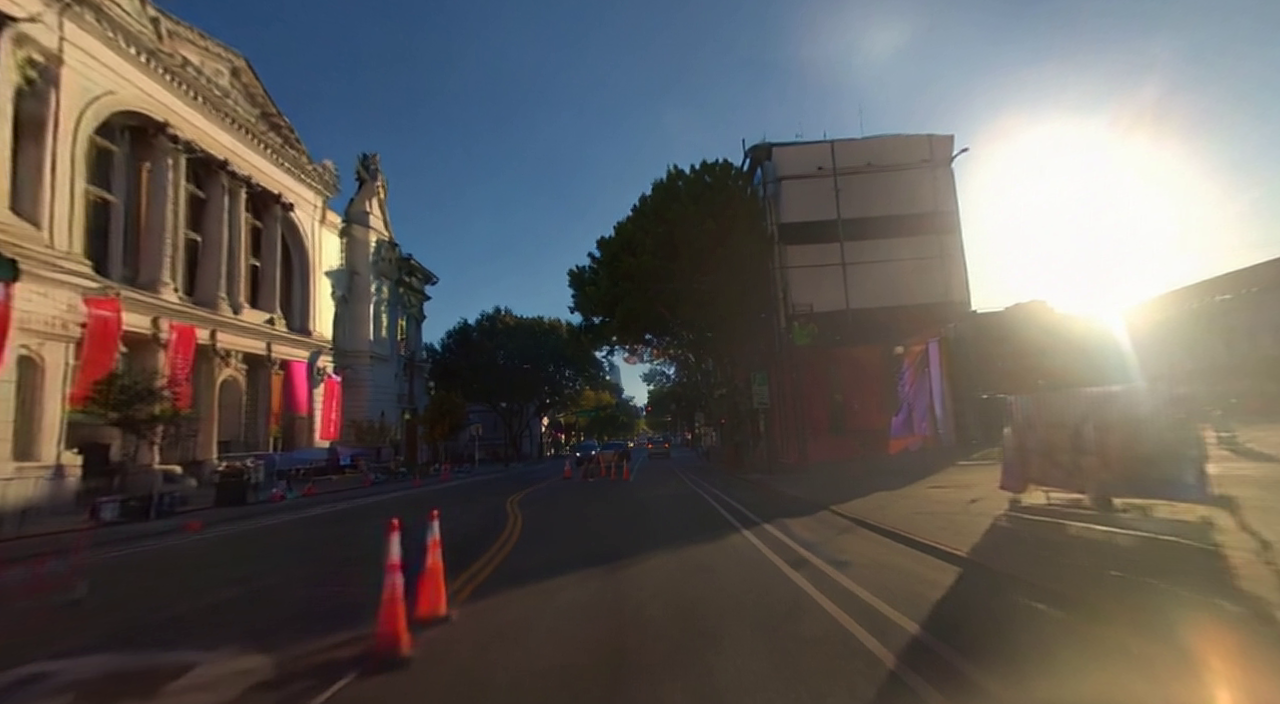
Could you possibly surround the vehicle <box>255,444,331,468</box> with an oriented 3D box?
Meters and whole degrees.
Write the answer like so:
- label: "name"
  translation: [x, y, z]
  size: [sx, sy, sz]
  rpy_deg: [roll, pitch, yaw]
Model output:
- label: "vehicle"
  translation: [-26.099, 7.806, 47.514]
  size: [4.445, 1.753, 2.044]
  rpy_deg: [0, -8, 0]
